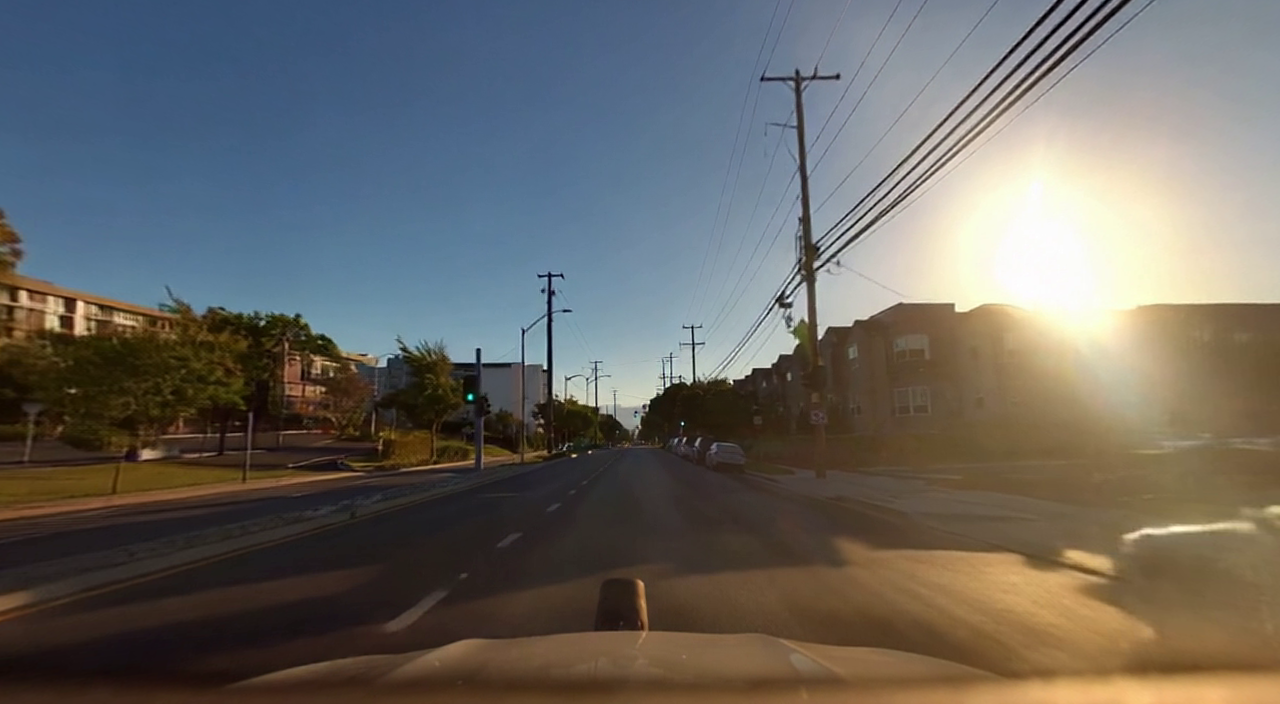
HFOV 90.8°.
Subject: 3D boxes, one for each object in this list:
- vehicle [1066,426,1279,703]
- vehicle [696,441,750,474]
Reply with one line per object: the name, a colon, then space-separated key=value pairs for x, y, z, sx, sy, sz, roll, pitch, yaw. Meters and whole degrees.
vehicle: x=4.101 y=0.958 z=2.244 sx=1.994 sy=1.422 sz=4.595 roll=0 pitch=-8 yaw=0
vehicle: x=3.855 y=4.994 z=30.114 sx=1.785 sy=1.441 sz=4.458 roll=0 pitch=-8 yaw=-2
